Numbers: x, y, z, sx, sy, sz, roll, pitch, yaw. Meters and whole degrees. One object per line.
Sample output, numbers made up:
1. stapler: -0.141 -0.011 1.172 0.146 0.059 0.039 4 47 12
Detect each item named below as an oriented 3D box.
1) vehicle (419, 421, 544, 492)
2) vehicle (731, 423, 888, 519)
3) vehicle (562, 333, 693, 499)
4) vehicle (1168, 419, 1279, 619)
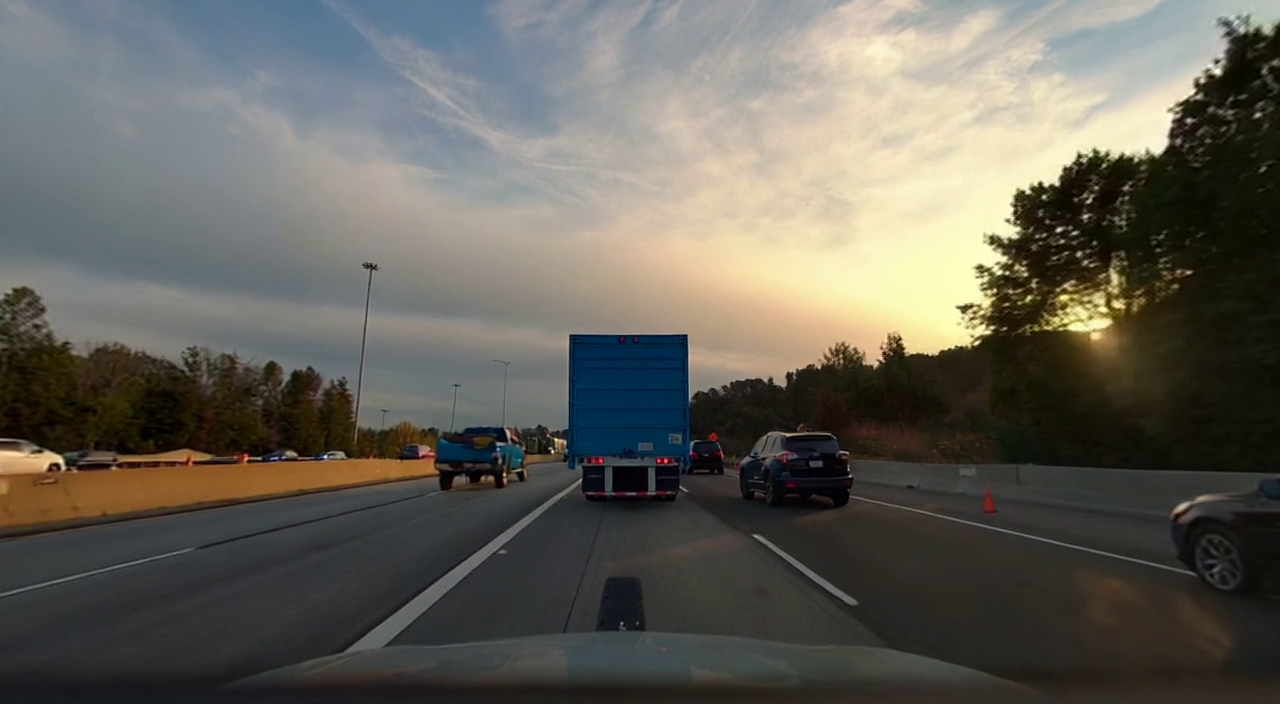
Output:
1. vehicle: -4.878 3.370 20.609 2.421 1.965 5.980 0 -9 1
2. vehicle: 3.373 2.471 13.538 2.103 1.713 4.173 1 -9 -2
3. vehicle: -0.450 2.272 20.100 3.067 3.940 10.154 1 -9 -2
4. vehicle: 6.535 1.184 3.873 2.070 1.632 4.774 1 -9 -8
